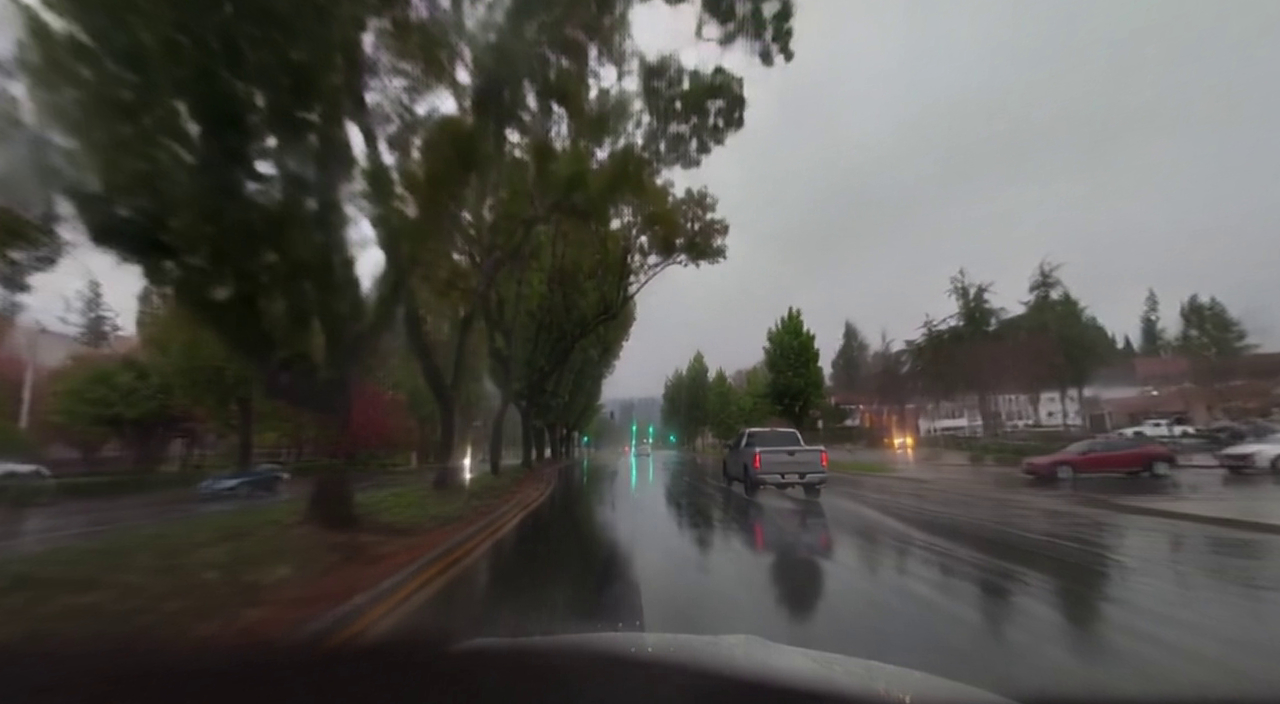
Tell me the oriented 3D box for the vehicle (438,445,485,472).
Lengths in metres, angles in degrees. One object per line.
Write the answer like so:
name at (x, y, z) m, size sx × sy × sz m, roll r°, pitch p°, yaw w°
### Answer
vehicle at (-12.870, 7.719, 45.882) m, size 2.126 × 1.800 × 4.925 m, roll 0°, pitch -8°, yaw -1°

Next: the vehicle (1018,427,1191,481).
vehicle at (16.386, 3.609, 22.475) m, size 4.554 × 1.566 × 1.925 m, roll -3°, pitch -8°, yaw -1°

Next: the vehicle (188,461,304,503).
vehicle at (-16.300, 5.361, 26.454) m, size 1.910 × 1.468 × 4.496 m, roll 0°, pitch -8°, yaw 1°

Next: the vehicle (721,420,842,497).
vehicle at (3.725, 2.925, 17.797) m, size 2.138 × 1.836 × 5.245 m, roll 0°, pitch -8°, yaw -1°

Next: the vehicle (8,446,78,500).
vehicle at (-30.340, 6.124, 32.146) m, size 1.541 × 2.550 × 1.957 m, roll -3°, pitch -9°, yaw 0°
